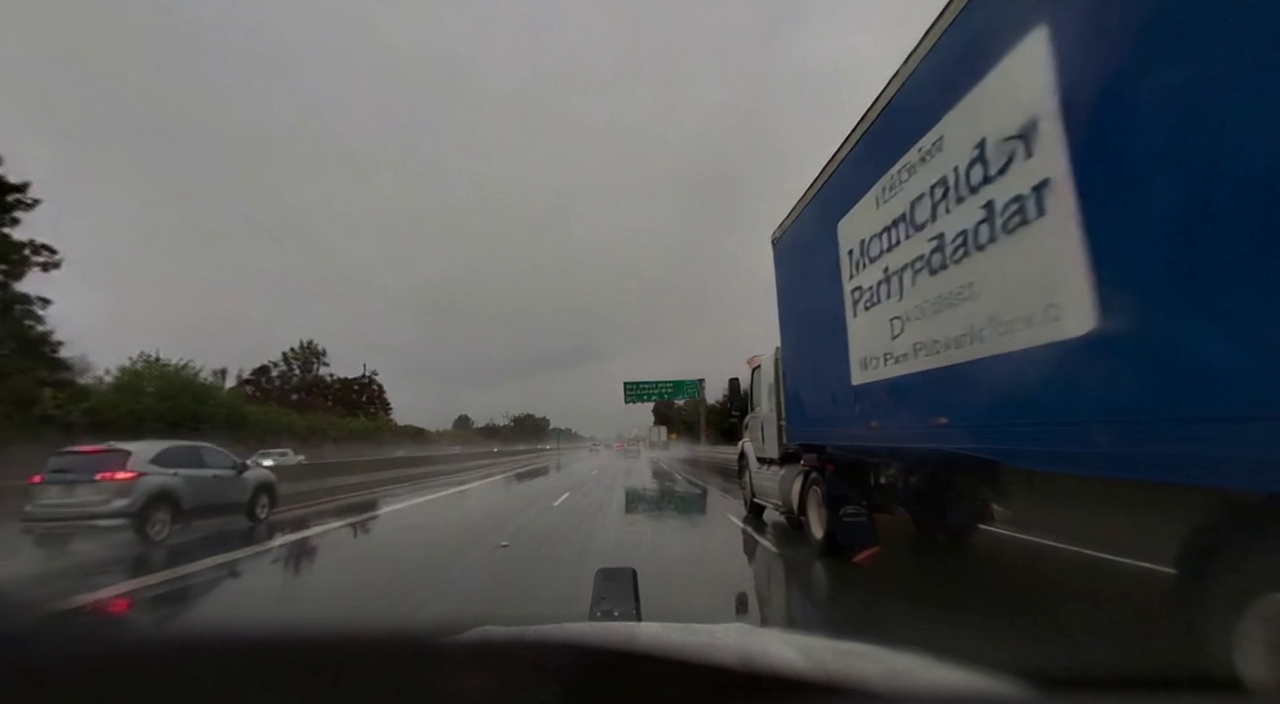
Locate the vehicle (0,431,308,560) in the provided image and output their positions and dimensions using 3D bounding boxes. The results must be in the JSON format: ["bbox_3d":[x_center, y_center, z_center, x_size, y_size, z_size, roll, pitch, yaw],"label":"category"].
[{"bbox_3d":[-7.340,2.026,9.723,2.033,1.494,4.508,0,-9,-1],"label":"vehicle"}]

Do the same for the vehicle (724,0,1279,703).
[{"bbox_3d":[3.109,0.144,5.501,2.985,3.985,10.516,0,-9,-2],"label":"vehicle"}]
